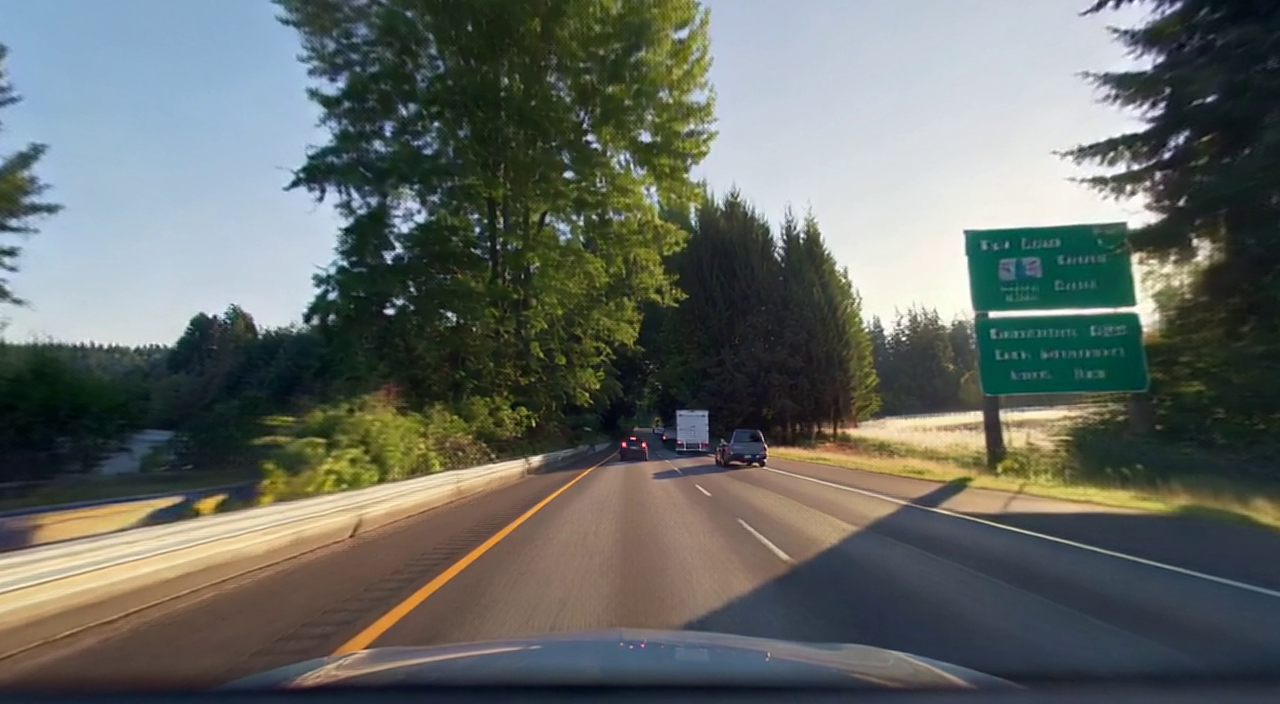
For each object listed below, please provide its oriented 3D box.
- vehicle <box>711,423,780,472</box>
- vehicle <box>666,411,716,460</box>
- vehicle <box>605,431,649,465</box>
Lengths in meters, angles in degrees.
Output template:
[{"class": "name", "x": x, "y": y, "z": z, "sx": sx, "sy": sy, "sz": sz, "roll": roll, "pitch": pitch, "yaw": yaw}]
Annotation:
[{"class": "vehicle", "x": 4.329, "y": 3.992, "z": 26.627, "sx": 2.073, "sy": 1.905, "sz": 4.023, "roll": 0, "pitch": -8, "yaw": -2}, {"class": "vehicle", "x": 3.351, "y": 5.709, "z": 43.105, "sx": 2.728, "sy": 3.053, "sz": 7.708, "roll": 0, "pitch": -8, "yaw": 0}, {"class": "vehicle", "x": -0.680, "y": 5.098, "z": 33.845, "sx": 2.206, "sy": 1.681, "sz": 4.111, "roll": 0, "pitch": -8, "yaw": -1}]
